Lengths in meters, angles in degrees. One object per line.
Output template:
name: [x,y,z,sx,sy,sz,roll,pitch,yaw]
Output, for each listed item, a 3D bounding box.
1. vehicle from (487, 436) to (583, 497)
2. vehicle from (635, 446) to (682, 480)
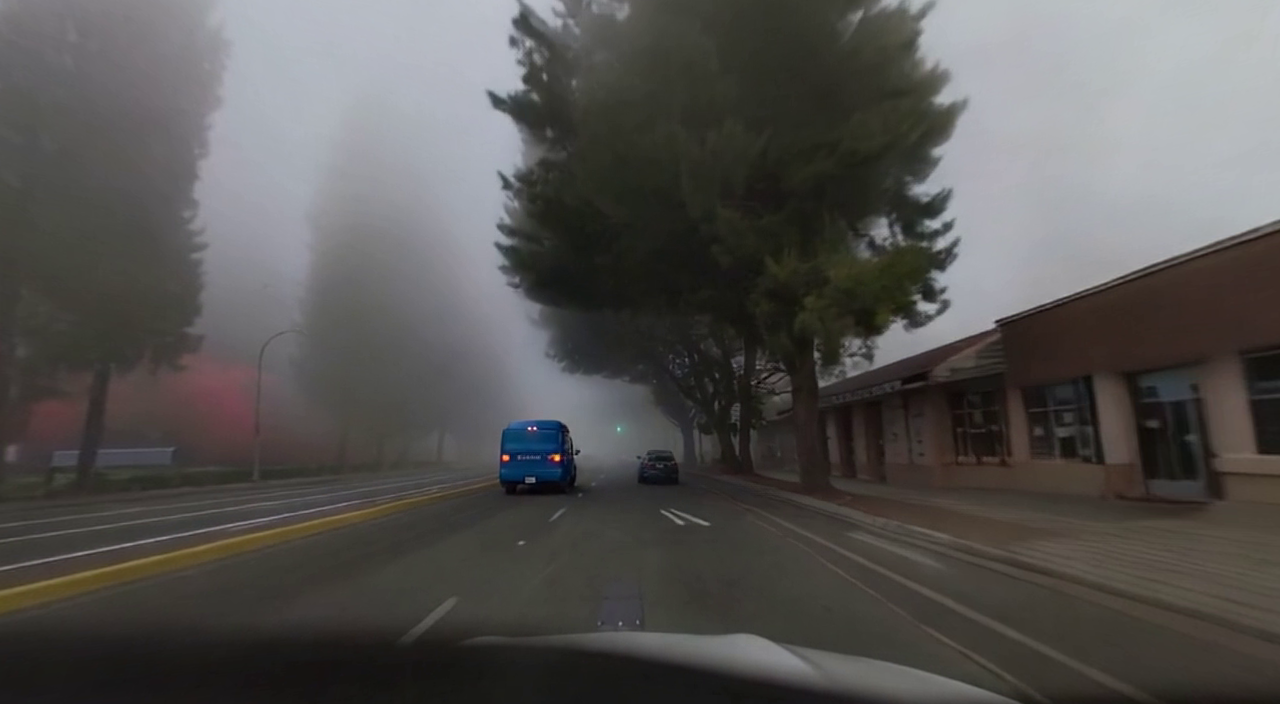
vehicle: [-3.320,3.769,21.212,2.464,1.777,5.128,0,-9,-2]
vehicle: [0.801,5.282,30.336,2.103,1.487,4.101,0,-9,0]
